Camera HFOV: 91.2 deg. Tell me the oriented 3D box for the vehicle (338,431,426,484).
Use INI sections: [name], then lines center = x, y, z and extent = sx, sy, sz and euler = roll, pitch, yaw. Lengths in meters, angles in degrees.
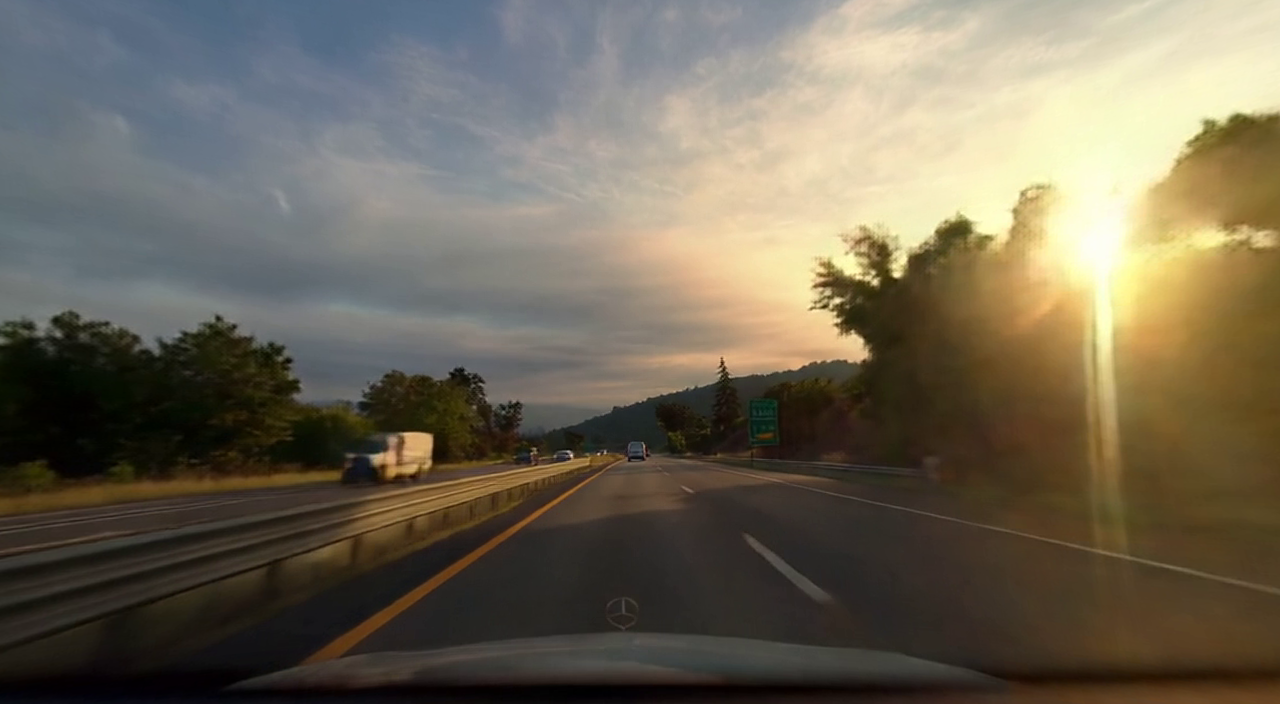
[vehicle]
center = -14.066, 5.805, 34.652
extent = 2.333, 2.641, 5.883
euler = 0, -9, 0
